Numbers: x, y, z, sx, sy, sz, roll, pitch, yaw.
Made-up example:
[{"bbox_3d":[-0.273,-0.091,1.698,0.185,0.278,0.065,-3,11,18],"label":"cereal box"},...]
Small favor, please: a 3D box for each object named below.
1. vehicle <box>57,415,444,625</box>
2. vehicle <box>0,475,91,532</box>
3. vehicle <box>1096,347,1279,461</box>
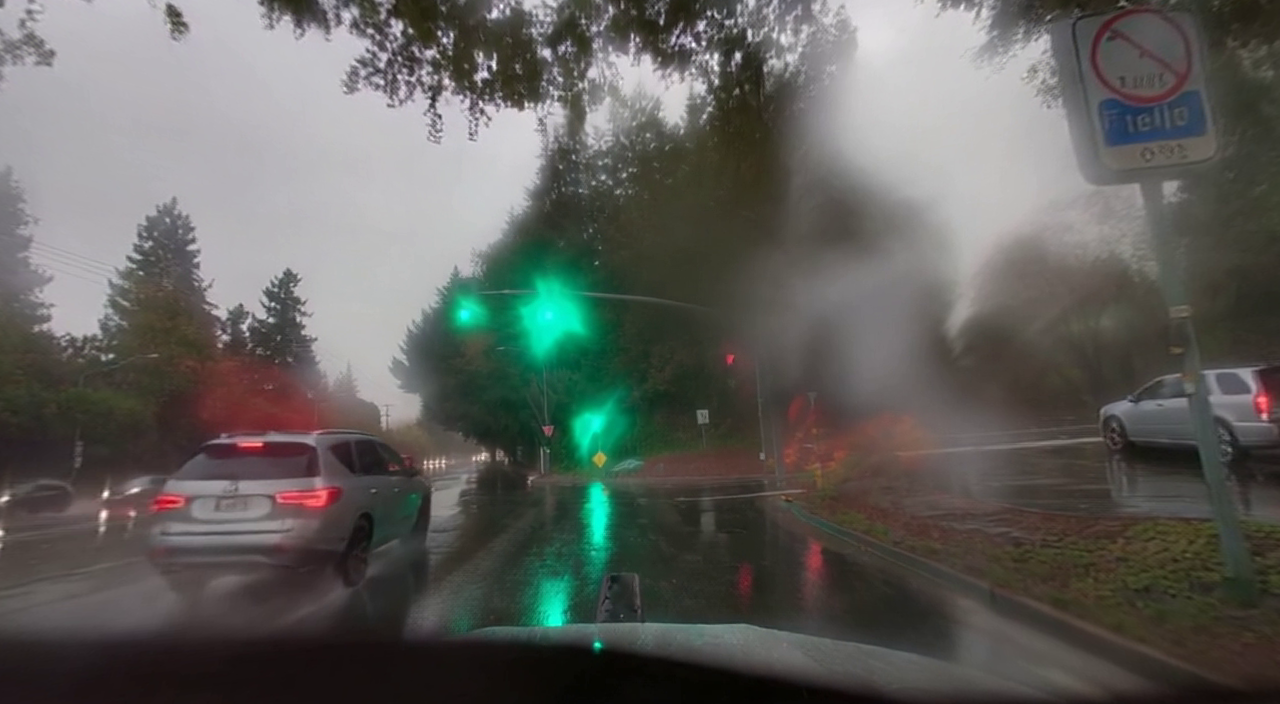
[{"bbox_3d":[-3.935,1.718,7.588,2.134,1.707,4.471,1,-8,-6],"label":"vehicle"},{"bbox_3d":[-22.767,5.584,23.343,1.941,1.685,4.036,-3,-8,-11],"label":"vehicle"},{"bbox_3d":[10.641,1.037,11.336,1.855,1.669,4.529,-3,-9,6],"label":"vehicle"}]
